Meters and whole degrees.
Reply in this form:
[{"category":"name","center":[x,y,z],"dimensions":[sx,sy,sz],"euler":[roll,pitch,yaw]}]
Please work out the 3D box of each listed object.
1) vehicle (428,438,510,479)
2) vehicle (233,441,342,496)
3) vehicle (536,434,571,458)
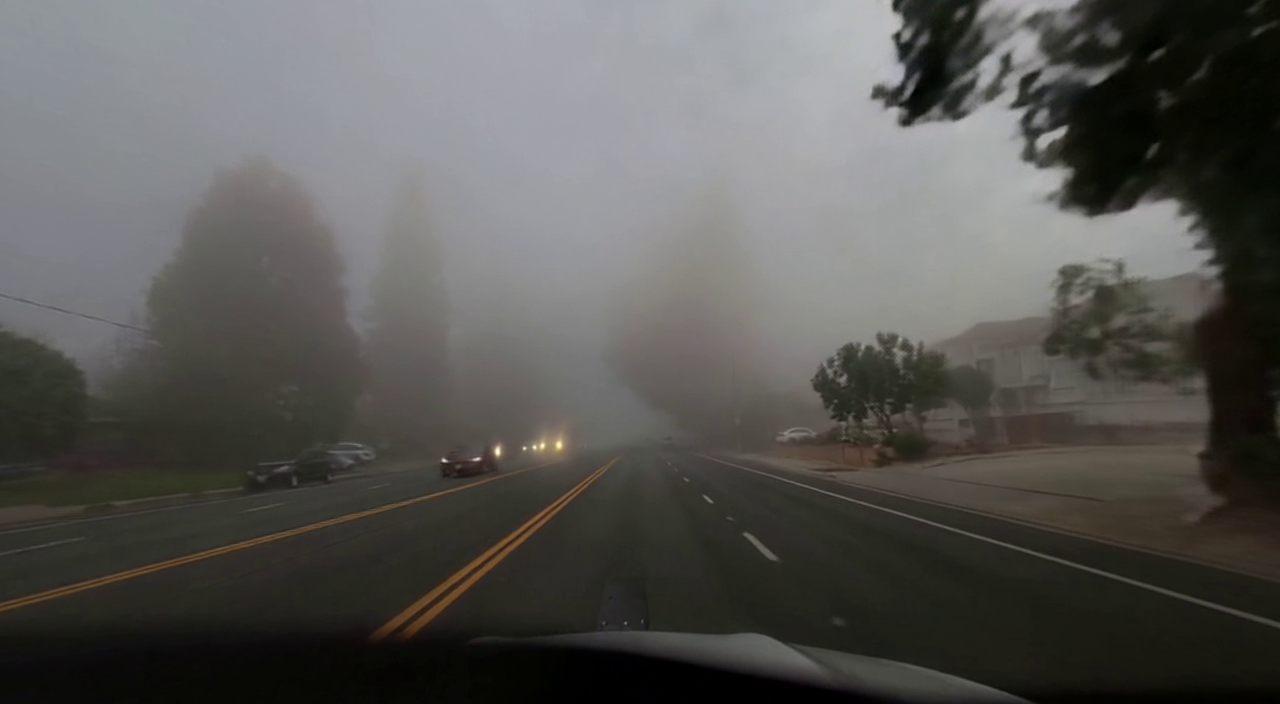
[{"category":"vehicle","center":[-6.709,4.217,25.283],"dimensions":[1.975,1.481,4.318],"euler":[-1,-8,2]},{"category":"vehicle","center":[-14.525,4.760,26.335],"dimensions":[2.058,1.779,4.768],"euler":[-3,-6,-3]},{"category":"vehicle","center":[-6.622,7.210,48.663],"dimensions":[2.000,1.738,4.251],"euler":[-1,-8,2]}]
